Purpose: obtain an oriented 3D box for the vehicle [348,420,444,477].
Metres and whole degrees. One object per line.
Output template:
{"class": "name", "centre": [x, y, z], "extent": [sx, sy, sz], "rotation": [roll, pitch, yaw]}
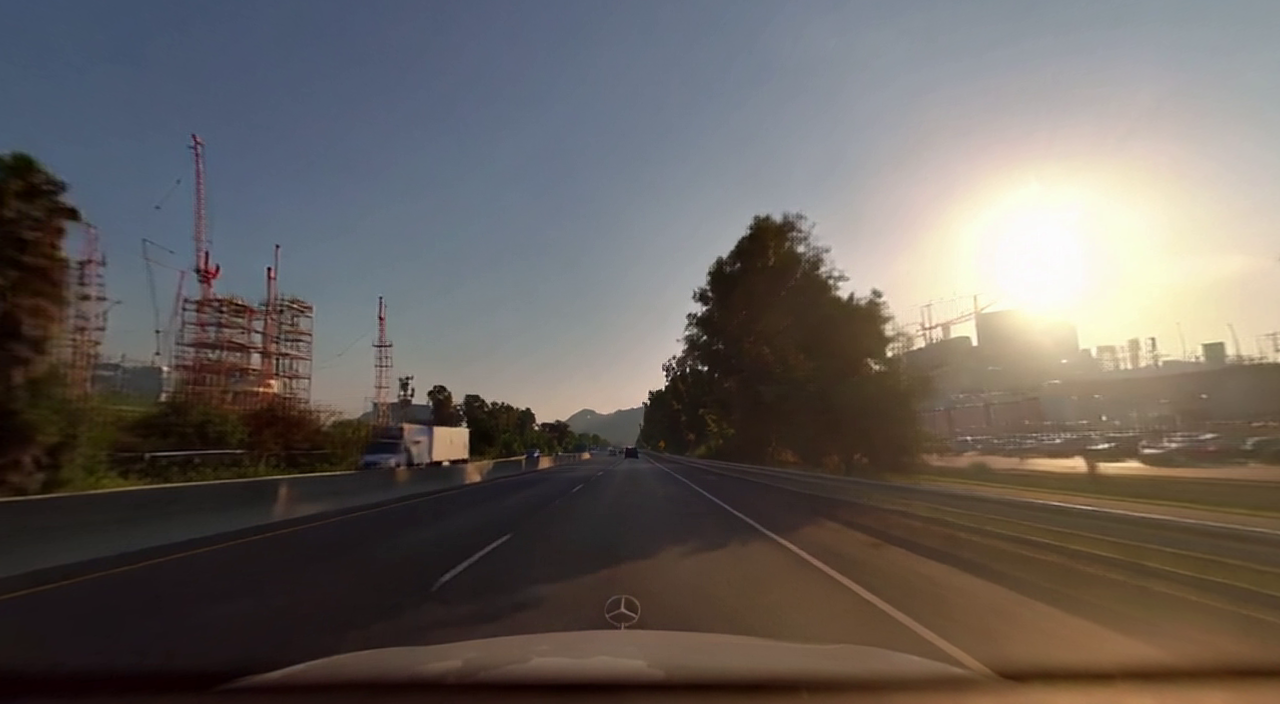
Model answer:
{"class": "vehicle", "centre": [-16.430, 6.638, 43.351], "extent": [2.917, 3.480, 8.865], "rotation": [0, -9, 1]}
